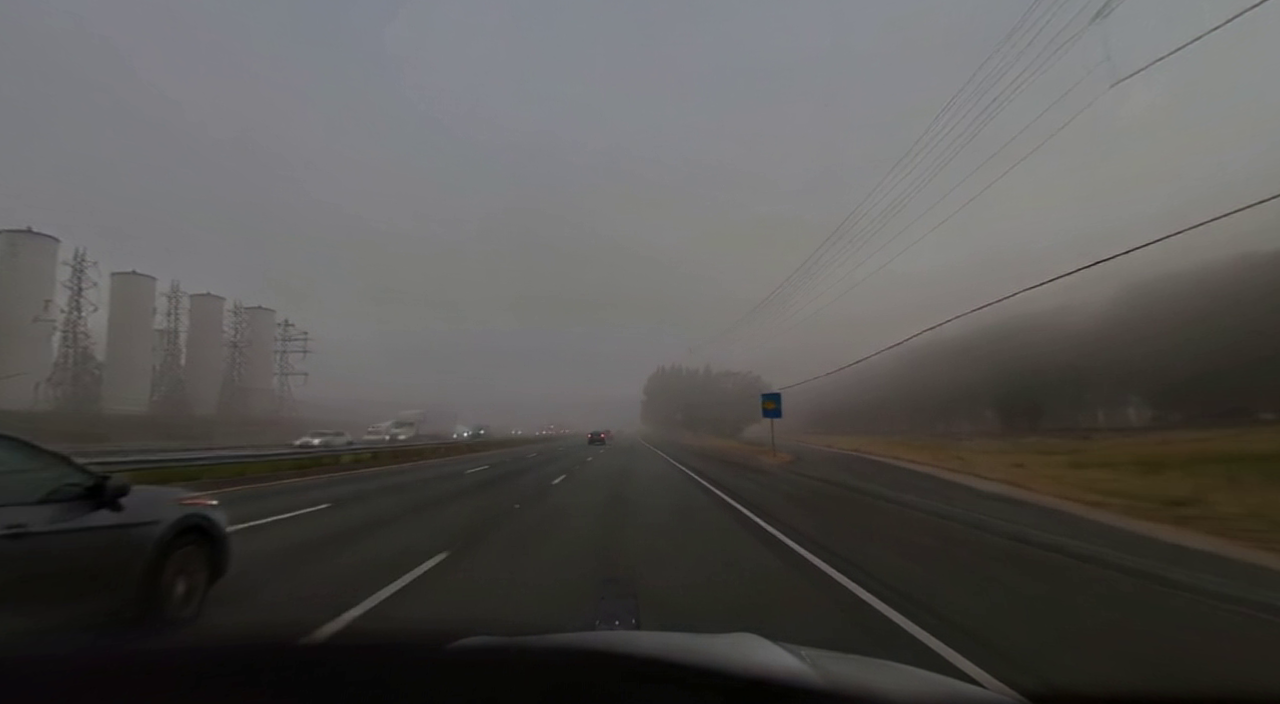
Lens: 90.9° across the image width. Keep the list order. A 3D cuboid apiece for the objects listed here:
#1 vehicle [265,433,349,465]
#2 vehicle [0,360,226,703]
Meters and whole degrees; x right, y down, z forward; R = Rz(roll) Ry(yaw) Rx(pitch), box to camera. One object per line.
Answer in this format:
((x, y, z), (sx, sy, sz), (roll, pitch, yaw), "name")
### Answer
((-16.262, 4.724, 31.038), (1.805, 1.466, 4.372), (0, -7, -1), "vehicle")
((-3.930, 0.774, 2.296), (2.023, 1.621, 4.174), (0, -7, -1), "vehicle")
